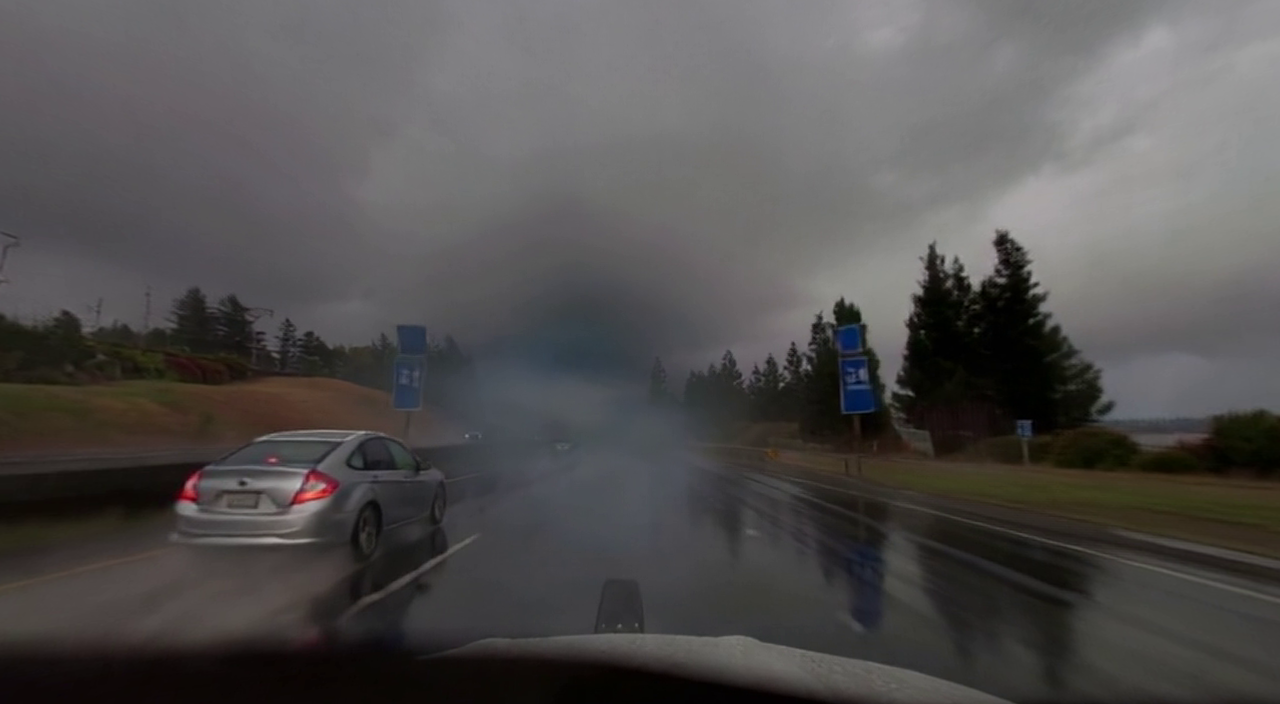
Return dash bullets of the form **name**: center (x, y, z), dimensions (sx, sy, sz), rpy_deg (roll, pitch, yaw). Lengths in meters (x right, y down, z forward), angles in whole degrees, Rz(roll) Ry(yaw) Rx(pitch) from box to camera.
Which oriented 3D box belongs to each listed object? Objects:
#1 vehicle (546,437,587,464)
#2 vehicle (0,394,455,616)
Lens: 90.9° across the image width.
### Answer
- **vehicle**: center (-3.997, 5.394, 34.917), dimensions (1.874, 1.369, 3.875), rpy_deg (0, -8, -1)
- **vehicle**: center (-3.767, 1.429, 7.010), dimensions (2.047, 1.612, 4.631), rpy_deg (0, -8, 0)
